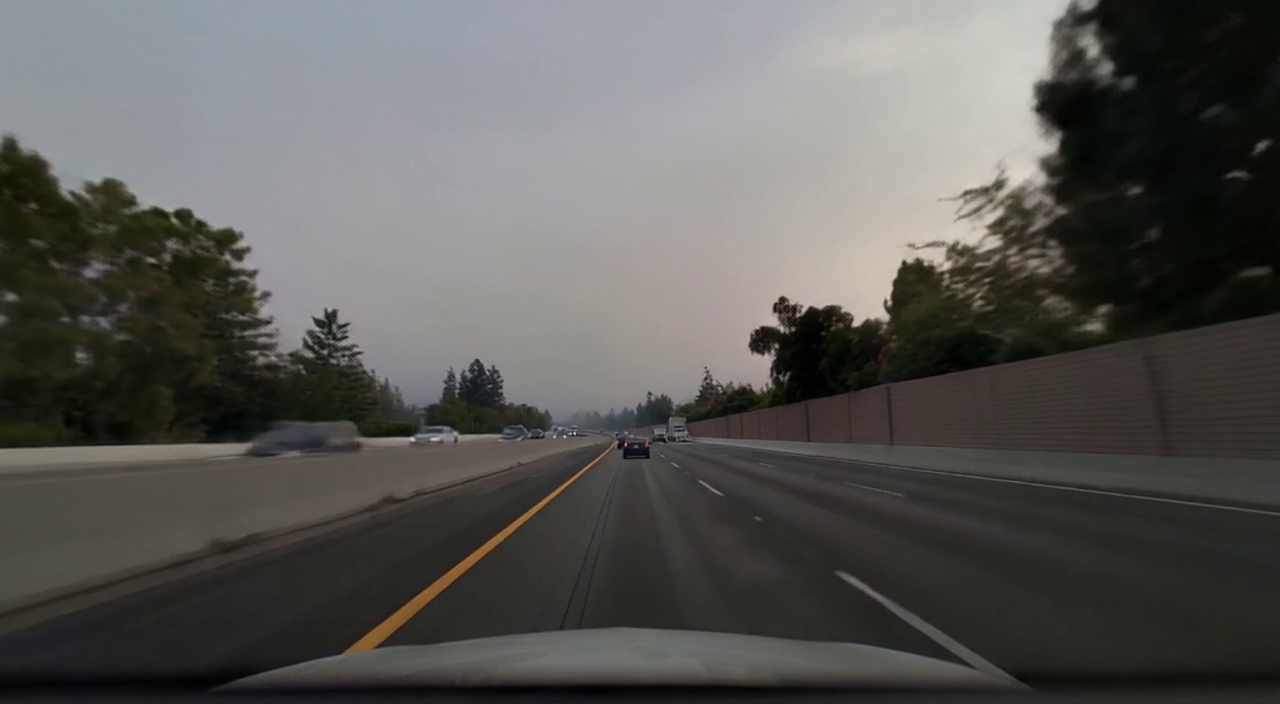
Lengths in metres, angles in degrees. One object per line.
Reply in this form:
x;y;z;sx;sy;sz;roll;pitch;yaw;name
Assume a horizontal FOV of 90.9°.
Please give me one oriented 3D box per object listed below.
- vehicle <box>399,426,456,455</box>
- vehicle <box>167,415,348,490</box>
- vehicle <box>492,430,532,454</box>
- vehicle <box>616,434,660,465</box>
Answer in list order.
-12.818;5.341;38.218;1.974;1.647;4.270;0;-8;0;vehicle
-8.793;2.332;14.968;1.842;1.511;3.979;0;-8;-1;vehicle
-8.560;6.038;42.451;1.941;1.506;3.768;0;-8;0;vehicle
-0.148;4.965;32.446;2.119;1.480;4.000;0;-8;-1;vehicle
